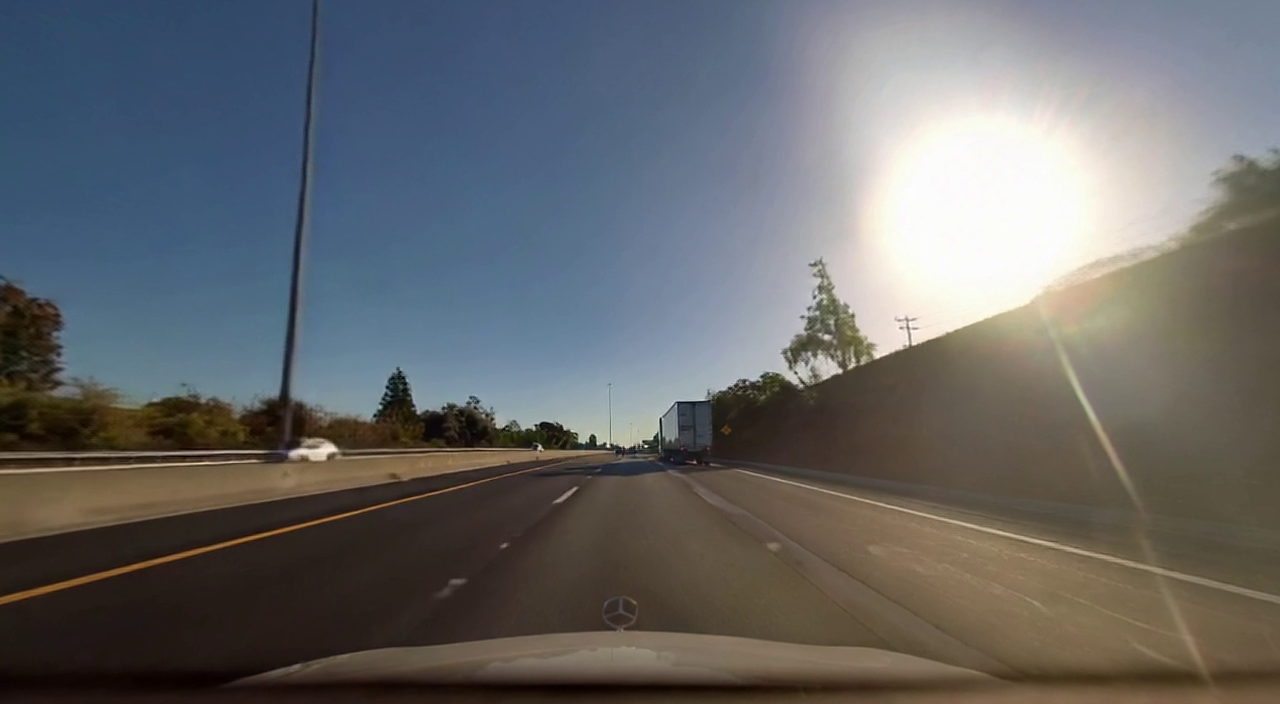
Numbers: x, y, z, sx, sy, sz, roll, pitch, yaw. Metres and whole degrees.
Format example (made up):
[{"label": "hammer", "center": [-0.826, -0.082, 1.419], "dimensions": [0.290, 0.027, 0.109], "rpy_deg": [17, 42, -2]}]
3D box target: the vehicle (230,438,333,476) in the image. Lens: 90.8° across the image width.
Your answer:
[{"label": "vehicle", "center": [-15.756, 4.631, 28.090], "dimensions": [1.962, 1.572, 4.565], "rpy_deg": [0, -9, -1]}]
